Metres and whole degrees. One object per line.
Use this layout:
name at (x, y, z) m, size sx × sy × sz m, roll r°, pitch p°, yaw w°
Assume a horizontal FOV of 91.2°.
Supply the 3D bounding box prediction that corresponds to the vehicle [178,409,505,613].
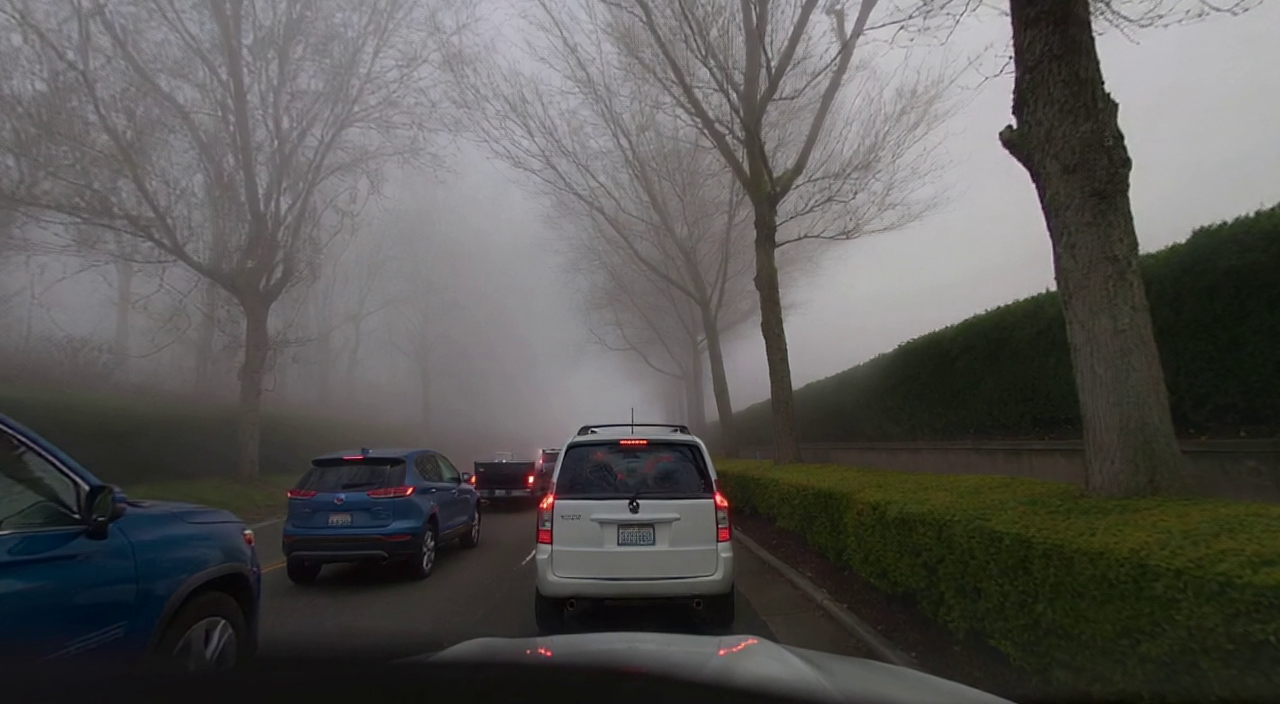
vehicle at (-3.408, 1.855, 8.320) m, size 2.256 × 1.728 × 4.421 m, roll -6°, pitch -8°, yaw -2°

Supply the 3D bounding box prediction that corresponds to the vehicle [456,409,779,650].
vehicle at (-0.174, 1.503, 6.276) m, size 2.154 × 1.581 × 4.007 m, roll 0°, pitch -9°, yaw -1°

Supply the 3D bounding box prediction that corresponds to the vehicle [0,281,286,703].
vehicle at (-3.287, 0.671, 1.259) m, size 2.205 × 1.913 × 5.327 m, roll -6°, pitch -8°, yaw -2°
